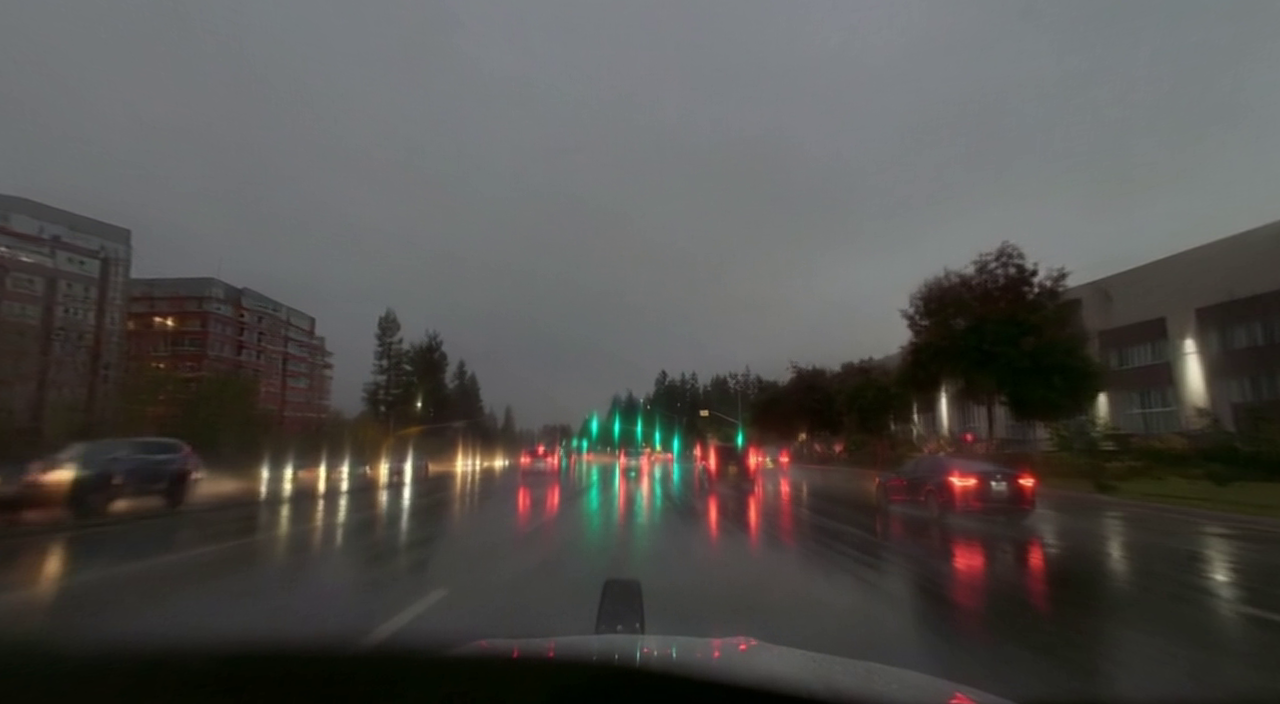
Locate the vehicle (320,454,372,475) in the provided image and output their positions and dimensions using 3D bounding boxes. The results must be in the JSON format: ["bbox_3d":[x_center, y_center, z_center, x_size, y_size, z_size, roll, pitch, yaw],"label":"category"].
[{"bbox_3d":[-22.834,8.713,49.207,1.919,1.462,4.580,0,-9,-1],"label":"vehicle"}]

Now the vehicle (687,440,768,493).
[{"bbox_3d":[3.020,4.051,22.759,2.161,1.716,4.194,0,-9,-2],"label":"vehicle"}]

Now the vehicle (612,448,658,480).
[{"bbox_3d":[-0.319,5.651,32.113,2.155,1.486,4.403,0,-9,-2],"label":"vehicle"}]

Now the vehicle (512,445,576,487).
[{"bbox_3d":[-4.103,4.930,27.724,2.172,1.671,4.175,0,-9,0],"label":"vehicle"}]

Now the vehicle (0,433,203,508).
[{"bbox_3d":[-15.374,3.242,17.827,2.089,1.744,5.500,0,-9,0],"label":"vehicle"}]

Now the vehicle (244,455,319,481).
[{"bbox_3d":[-22.648,7.341,40.137,2.019,1.467,4.808,0,-9,-1],"label":"vehicle"}]

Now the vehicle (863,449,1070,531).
[{"bbox_3d":[6.532,2.767,13.327,1.945,1.408,4.288,0,-9,-2],"label":"vehicle"}]
